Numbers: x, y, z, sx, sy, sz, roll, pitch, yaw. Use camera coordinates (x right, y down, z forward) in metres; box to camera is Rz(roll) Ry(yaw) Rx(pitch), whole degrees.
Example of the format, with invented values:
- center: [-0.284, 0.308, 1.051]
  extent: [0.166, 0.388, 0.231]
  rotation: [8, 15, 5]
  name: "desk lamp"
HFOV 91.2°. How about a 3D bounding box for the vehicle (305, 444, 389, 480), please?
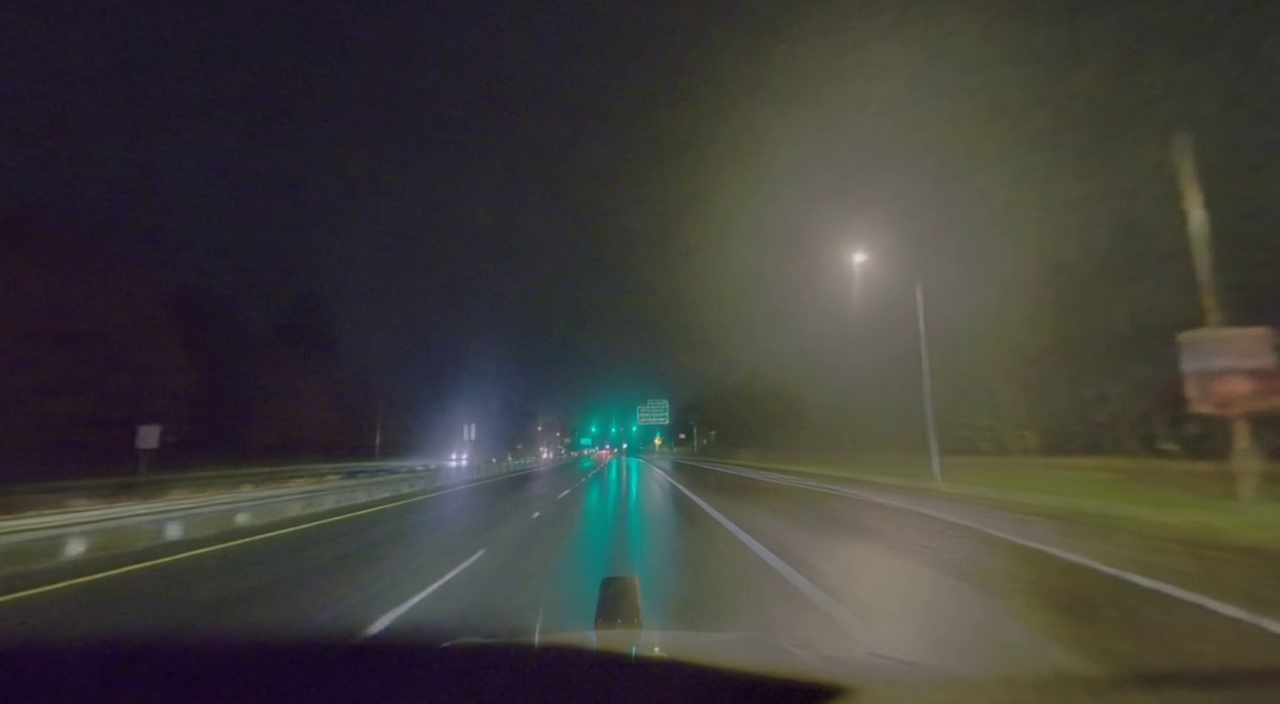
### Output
- center: [-13.367, 5.039, 28.876]
  extent: [1.812, 1.492, 4.184]
  rotation: [0, -9, 0]
  name: "vehicle"
